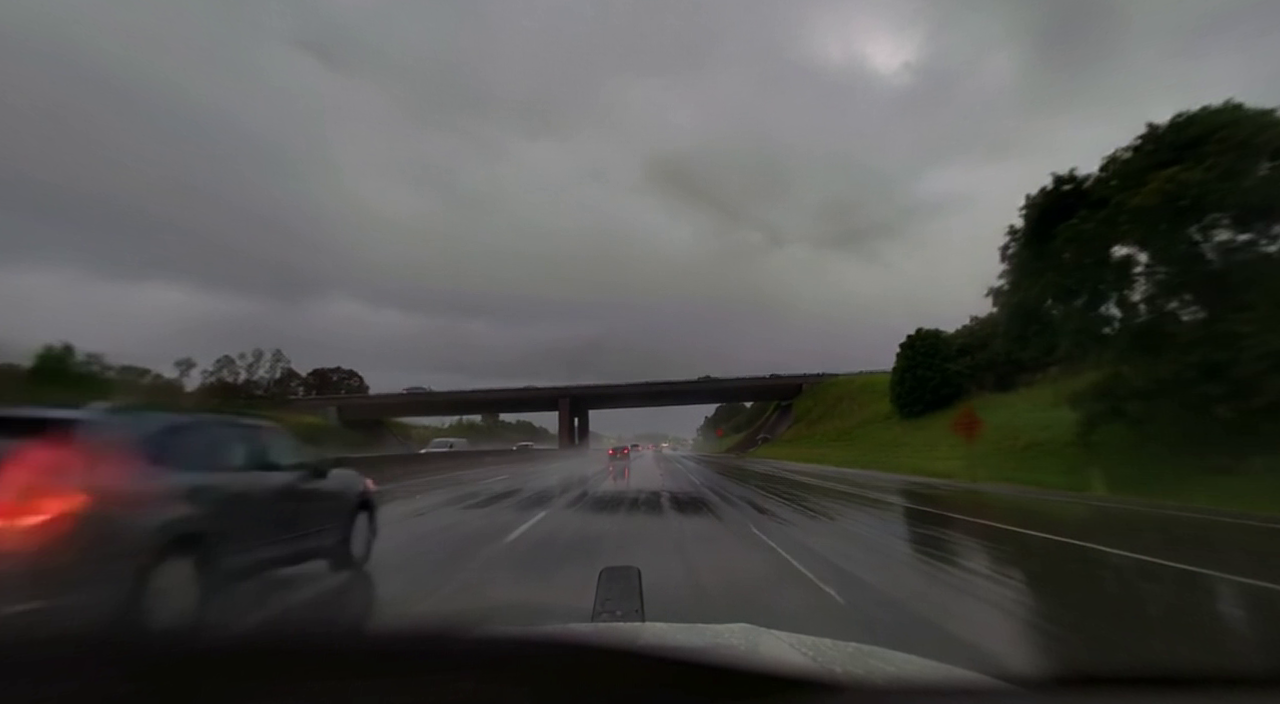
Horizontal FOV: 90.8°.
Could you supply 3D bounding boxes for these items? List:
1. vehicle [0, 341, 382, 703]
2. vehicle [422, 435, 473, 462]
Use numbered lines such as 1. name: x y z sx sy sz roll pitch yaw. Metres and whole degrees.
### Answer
1. vehicle: -3.674 1.023 3.845 2.181 1.730 4.517 0 -9 1
2. vehicle: -14.240 7.200 46.978 2.078 1.841 5.188 0 -9 2
